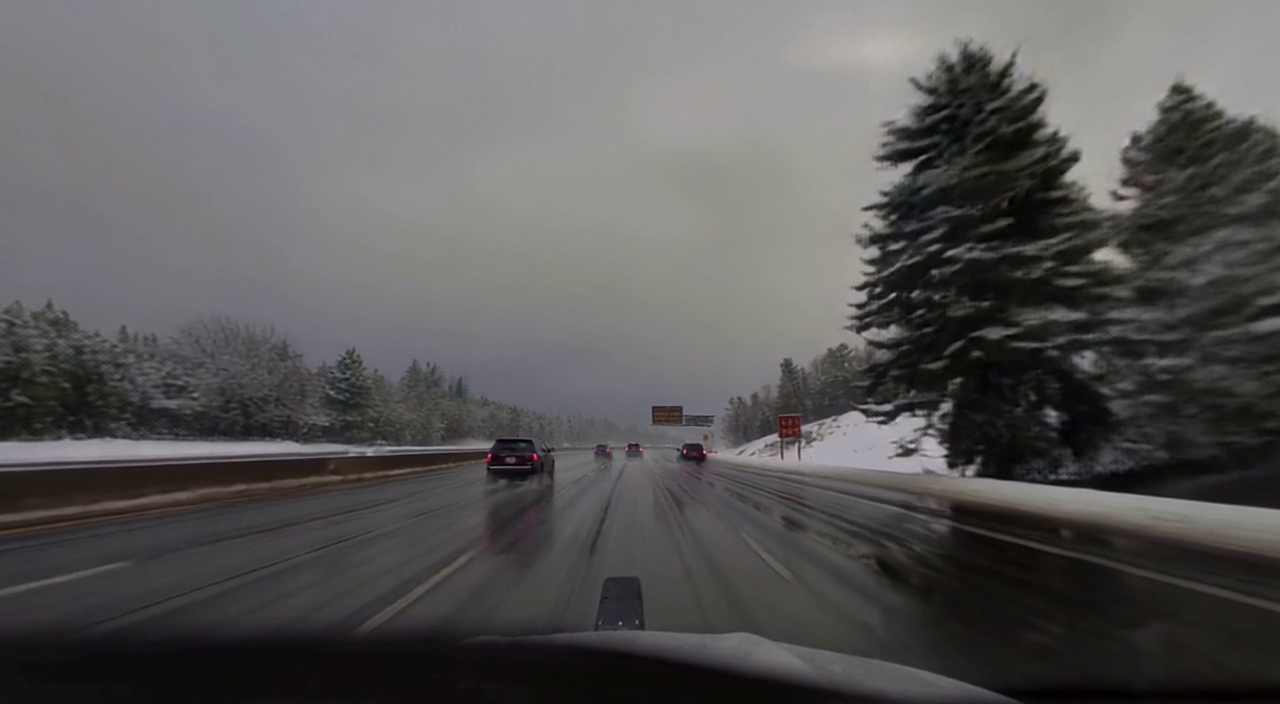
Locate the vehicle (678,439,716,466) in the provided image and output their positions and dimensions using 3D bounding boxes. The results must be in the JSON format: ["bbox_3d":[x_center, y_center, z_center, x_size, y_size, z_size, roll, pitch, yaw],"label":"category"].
[{"bbox_3d":[3.971,7.117,45.013,2.164,1.788,4.500,0,-8,-1],"label":"vehicle"}]

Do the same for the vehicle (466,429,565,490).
[{"bbox_3d":[-3.743,3.341,19.962,2.166,1.700,4.661,0,-8,0],"label":"vehicle"}]
